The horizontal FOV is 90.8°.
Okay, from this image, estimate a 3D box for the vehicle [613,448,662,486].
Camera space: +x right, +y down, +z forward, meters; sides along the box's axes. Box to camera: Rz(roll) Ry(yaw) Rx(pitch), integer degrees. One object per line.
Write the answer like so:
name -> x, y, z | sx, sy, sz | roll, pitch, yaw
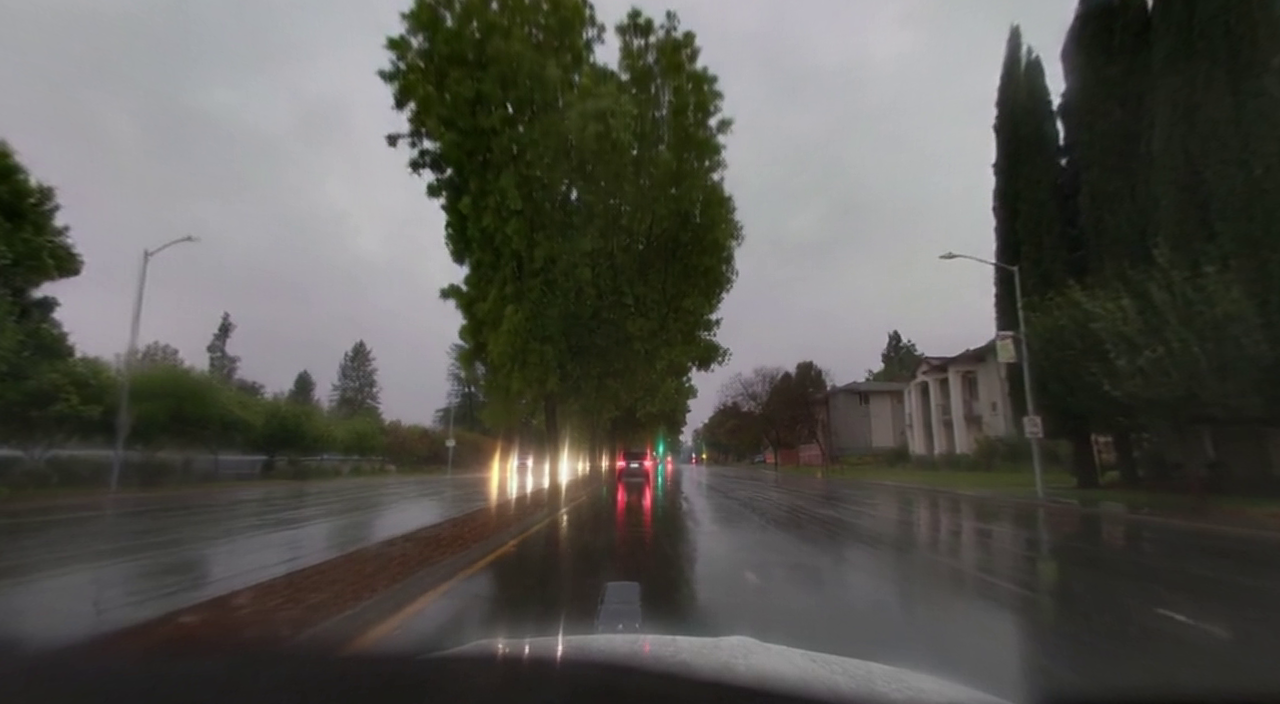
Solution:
vehicle -> -0.073, 5.284, 29.295 | 2.093, 1.591, 4.247 | 0, -9, 1
